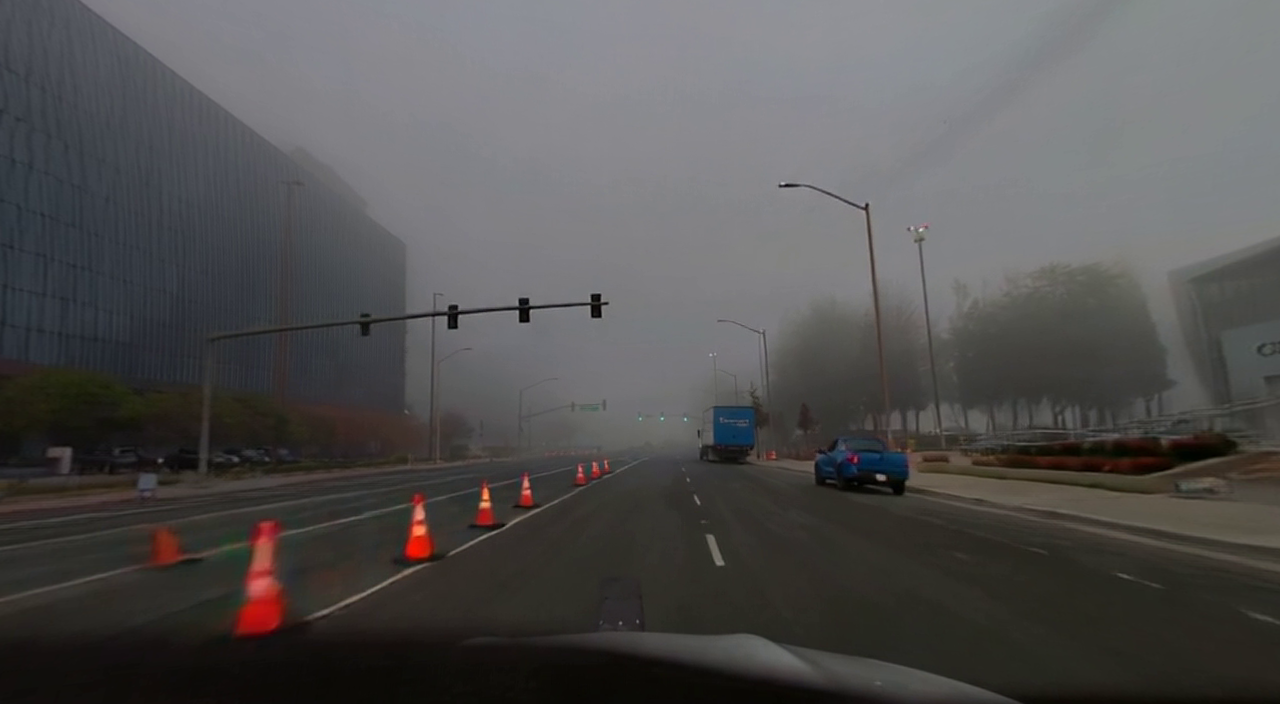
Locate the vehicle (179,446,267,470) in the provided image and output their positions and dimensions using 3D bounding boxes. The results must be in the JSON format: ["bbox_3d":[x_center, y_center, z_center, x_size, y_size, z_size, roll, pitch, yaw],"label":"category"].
[{"bbox_3d":[-24.446,6.237,37.119,3.905,1.345,1.737,0,-8,-1],"label":"vehicle"}]

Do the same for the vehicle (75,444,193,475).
[{"bbox_3d":[-25.278,5.379,31.679,4.237,1.490,1.901,0,-8,-2],"label":"vehicle"}]

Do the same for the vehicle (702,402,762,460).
[{"bbox_3d":[6.739,6.105,47.864,3.176,3.913,9.805,0,-8,1],"label":"vehicle"}]

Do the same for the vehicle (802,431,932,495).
[{"bbox_3d":[6.397,3.171,18.462,2.098,1.619,4.433,0,-8,-1],"label":"vehicle"}]
